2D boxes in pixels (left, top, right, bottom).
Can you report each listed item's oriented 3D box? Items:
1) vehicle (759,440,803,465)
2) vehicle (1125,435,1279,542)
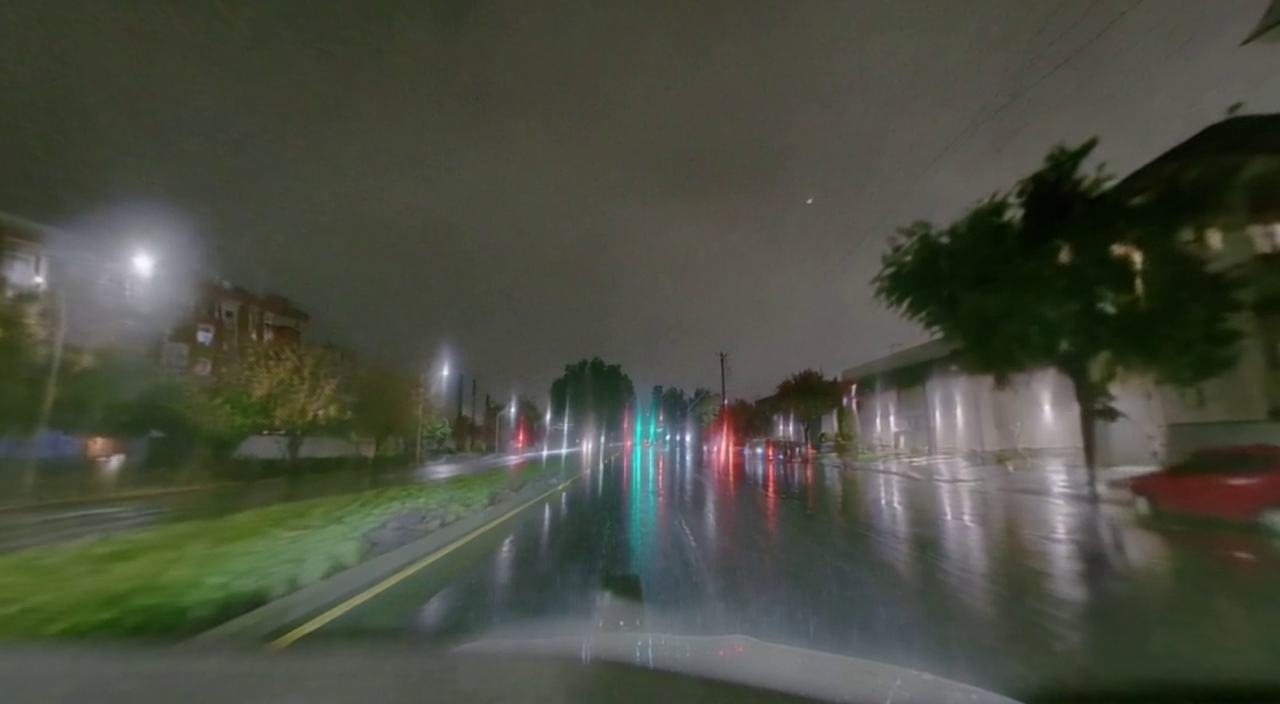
[{"bbox_3d":[9.896,7.087,44.814,1.984,1.672,4.262,0,-9,-2],"label":"vehicle"},{"bbox_3d":[9.938,1.952,9.136,1.996,1.488,4.810,0,-9,0],"label":"vehicle"}]
